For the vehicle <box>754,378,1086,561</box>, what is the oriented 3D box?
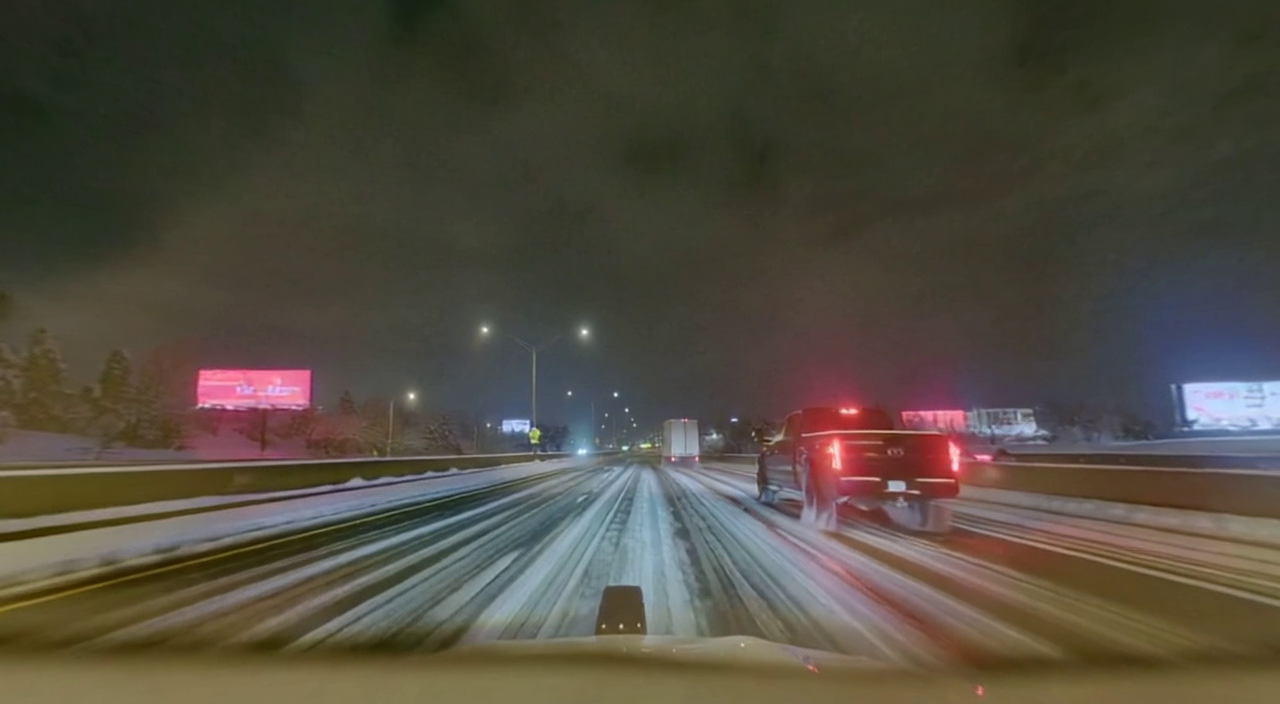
[{"bbox_3d":[3.872,1.874,10.645,2.740,2.157,6.300,0,-9,0],"label":"vehicle"}]
